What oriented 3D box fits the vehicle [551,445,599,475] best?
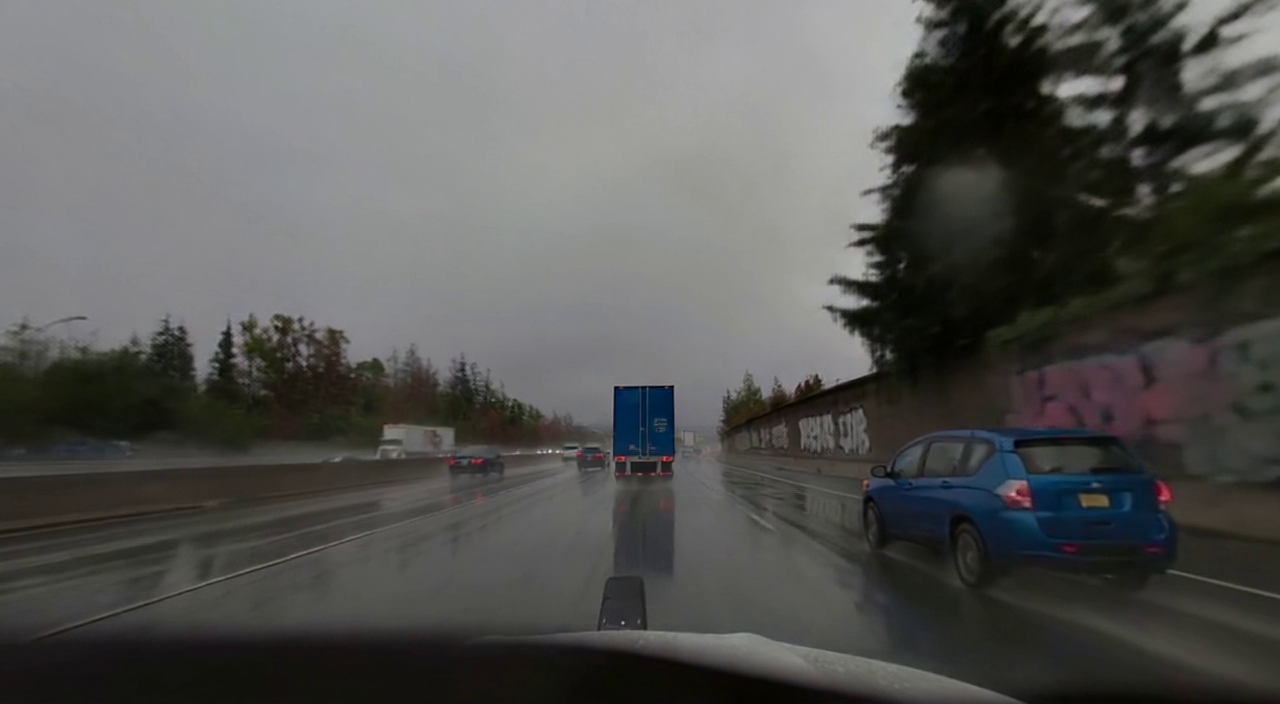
[{"bbox_3d":[-3.377,5.731,33.637,2.020,1.505,4.171,0,-9,1],"label":"vehicle"}]

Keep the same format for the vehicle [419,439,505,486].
[{"bbox_3d":[-6.660,4.188,24.102,2.005,1.607,4.042,0,-9,1],"label":"vehicle"}]

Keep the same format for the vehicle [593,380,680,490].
[{"bbox_3d":[-0.082,3.539,26.082,2.915,3.661,9.741,0,-9,0],"label":"vehicle"}]

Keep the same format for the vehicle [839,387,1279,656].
[{"bbox_3d":[3.816,1.411,6.263,2.205,1.689,4.403,0,-9,0],"label":"vehicle"}]
